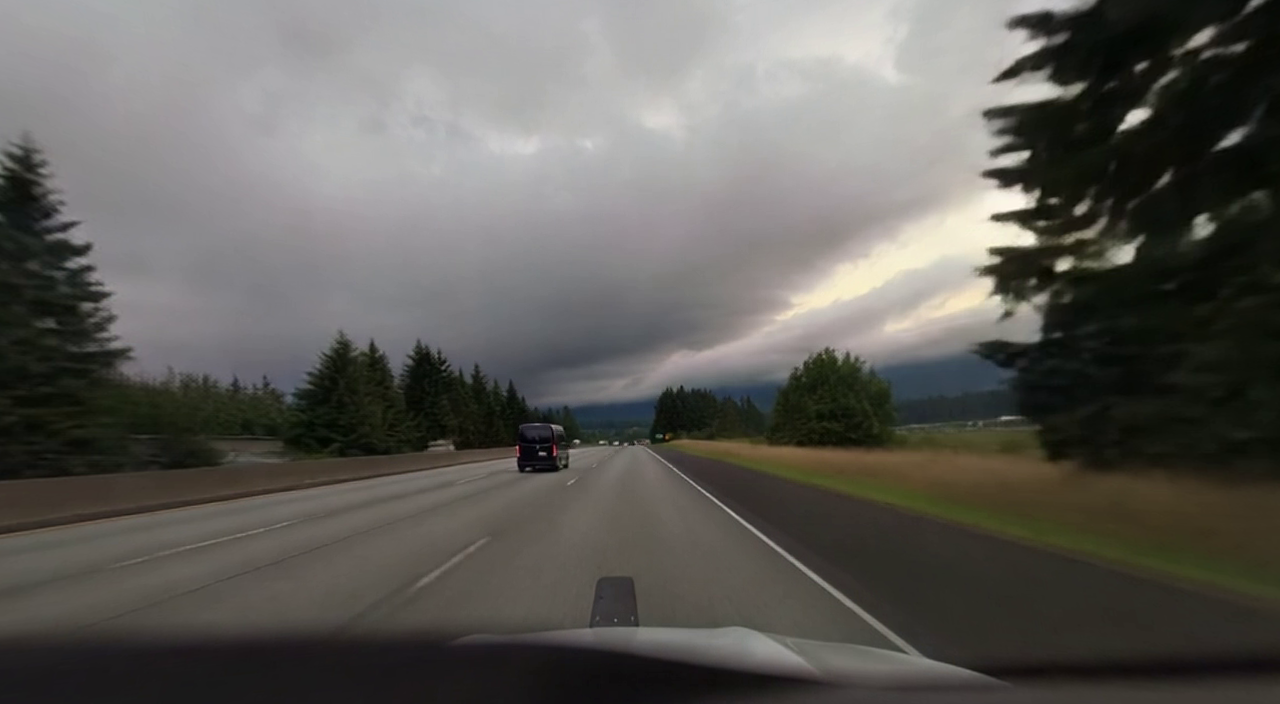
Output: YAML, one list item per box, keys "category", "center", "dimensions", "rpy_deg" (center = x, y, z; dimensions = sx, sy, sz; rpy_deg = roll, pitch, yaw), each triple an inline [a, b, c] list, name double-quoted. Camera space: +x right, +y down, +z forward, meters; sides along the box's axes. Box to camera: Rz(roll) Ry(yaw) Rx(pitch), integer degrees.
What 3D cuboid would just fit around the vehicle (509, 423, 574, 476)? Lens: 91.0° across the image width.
- category: "vehicle"
  center: [-4.053, 4.100, 26.689]
  dimensions: [1.976, 2.029, 4.737]
  rpy_deg: [-1, -8, 0]
